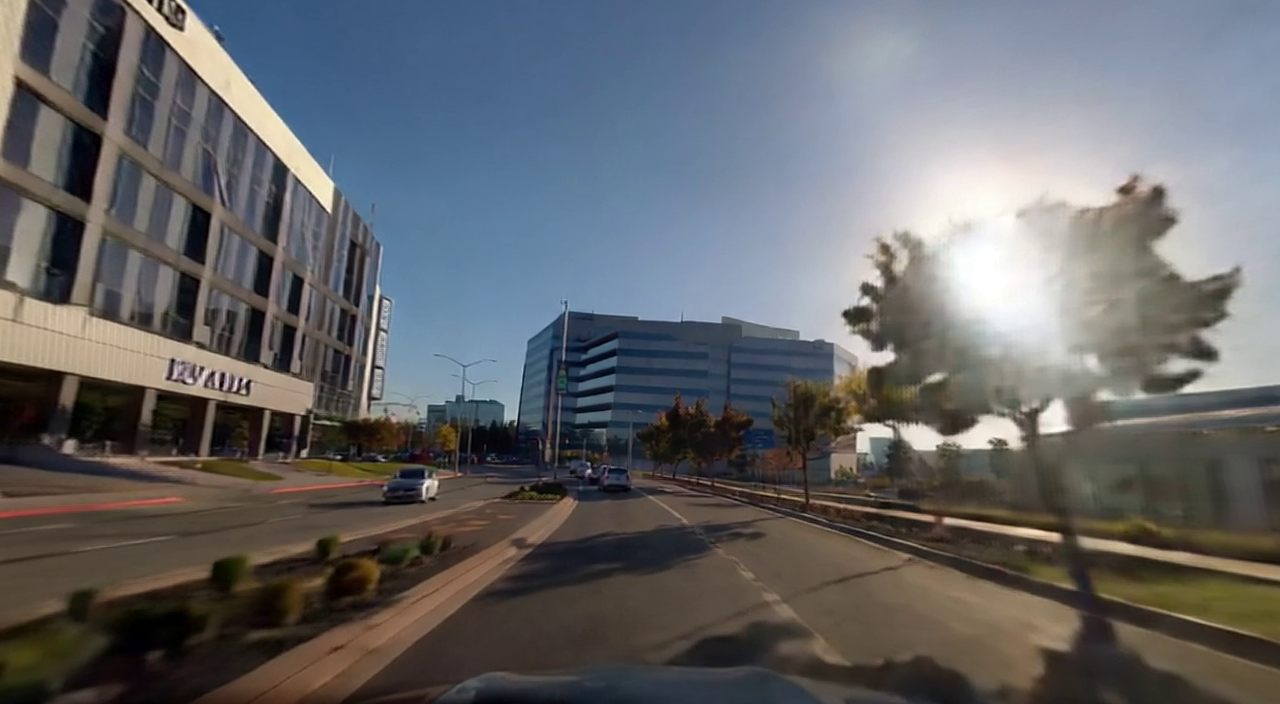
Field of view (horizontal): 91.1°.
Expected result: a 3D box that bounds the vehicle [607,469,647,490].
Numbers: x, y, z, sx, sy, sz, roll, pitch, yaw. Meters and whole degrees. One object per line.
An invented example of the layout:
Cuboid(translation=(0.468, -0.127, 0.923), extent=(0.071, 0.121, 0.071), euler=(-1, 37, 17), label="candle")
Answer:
Cuboid(translation=(-0.823, 7.580, 37.483), extent=(1.775, 1.186, 2.933), euler=(3, -11, -13), label="vehicle")

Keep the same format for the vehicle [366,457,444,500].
Cuboid(translation=(-9.043, 4.900, 24.523), extent=(1.916, 1.516, 3.970), euler=(2, -11, -7), label="vehicle")
